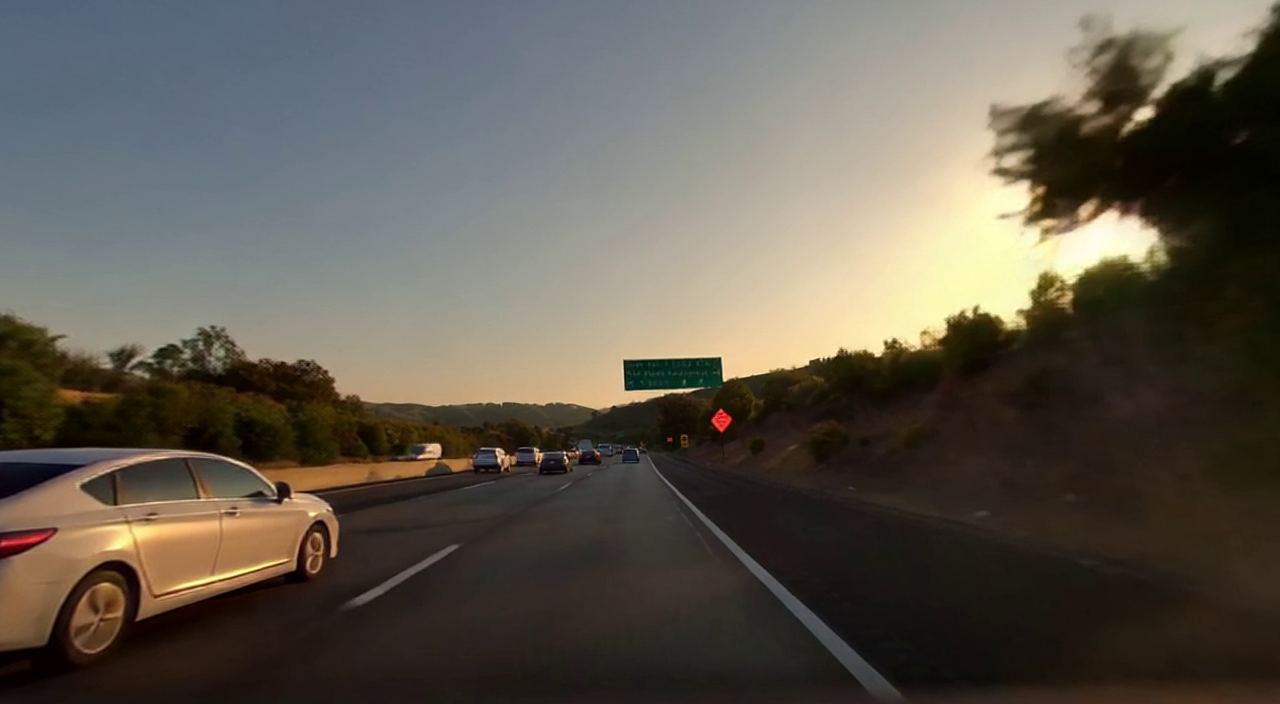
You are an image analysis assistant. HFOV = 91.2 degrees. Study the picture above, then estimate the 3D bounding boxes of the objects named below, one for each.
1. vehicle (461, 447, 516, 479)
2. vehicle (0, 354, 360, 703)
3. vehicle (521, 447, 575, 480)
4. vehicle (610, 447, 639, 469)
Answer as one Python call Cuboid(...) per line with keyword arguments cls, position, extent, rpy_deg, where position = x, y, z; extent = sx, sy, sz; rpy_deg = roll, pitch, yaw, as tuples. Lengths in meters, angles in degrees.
Cuboid(cls="vehicle", position=(-7.859, 5.760, 32.791), extent=(1.936, 1.516, 3.904), rpy_deg=(0, -9, 0))
Cuboid(cls="vehicle", position=(-4.038, 1.138, 4.341), extent=(2.074, 1.779, 4.588), rpy_deg=(0, -9, -1))
Cuboid(cls="vehicle", position=(-4.338, 5.303, 30.023), extent=(1.988, 1.477, 4.118), rpy_deg=(0, -9, -1))
Cuboid(cls="vehicle", position=(-1.076, 7.656, 45.382), extent=(2.023, 1.479, 3.718), rpy_deg=(0, -9, -1))
